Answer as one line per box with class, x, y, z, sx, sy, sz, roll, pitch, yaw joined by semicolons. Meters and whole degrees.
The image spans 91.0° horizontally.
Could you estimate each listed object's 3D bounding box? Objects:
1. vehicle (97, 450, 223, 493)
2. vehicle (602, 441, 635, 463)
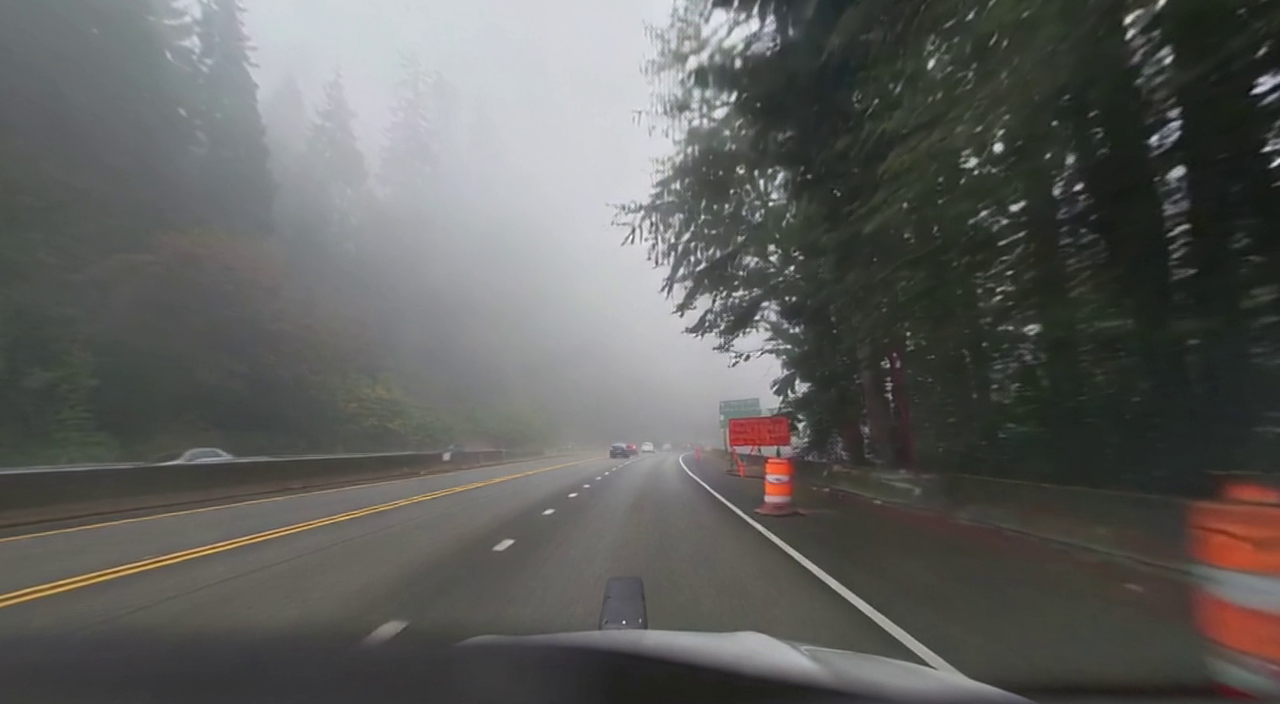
vehicle;-18.383;4.565;24.357;1.884;1.459;3.767;0;-8;0
vehicle;-1.453;7.103;44.933;2.118;1.475;4.263;0;-8;1
